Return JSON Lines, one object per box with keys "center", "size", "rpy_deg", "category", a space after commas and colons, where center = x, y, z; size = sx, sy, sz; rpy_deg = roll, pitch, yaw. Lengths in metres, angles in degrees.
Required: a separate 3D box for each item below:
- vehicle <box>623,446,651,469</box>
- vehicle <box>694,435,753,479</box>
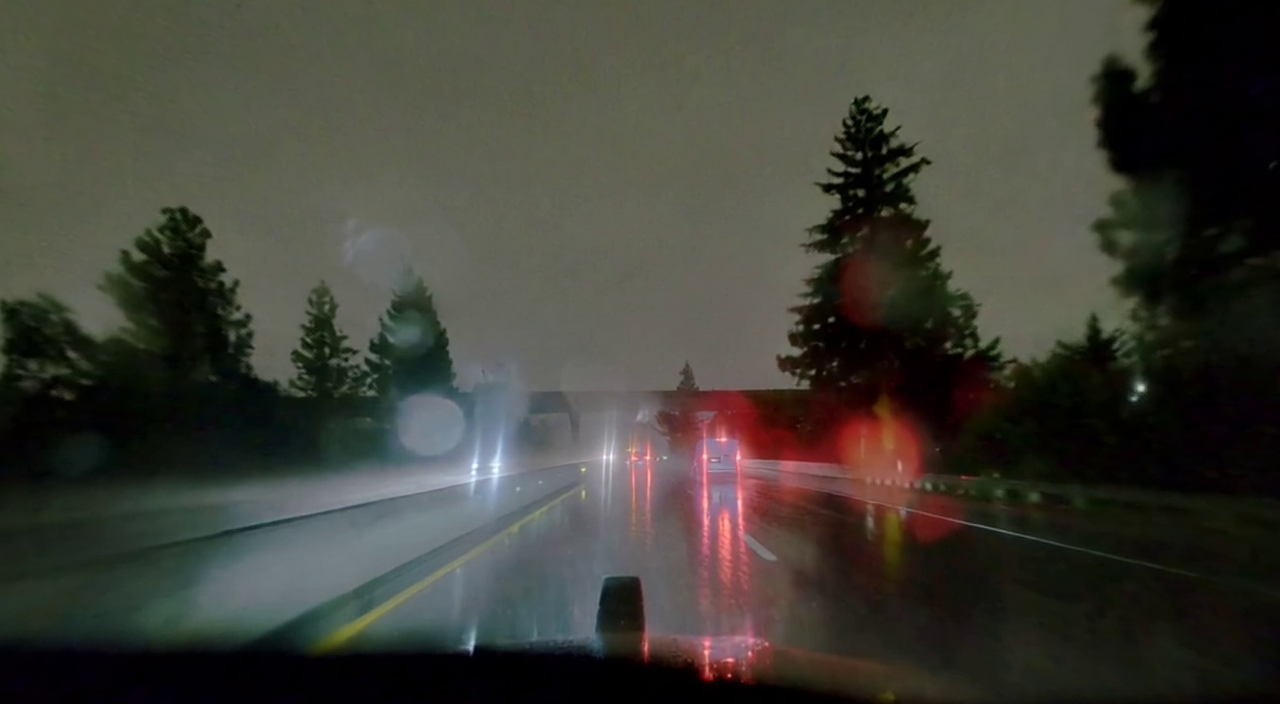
{"center": [-0.184, 7.805, 46.656], "size": [2.013, 1.584, 3.995], "rpy_deg": [0, -9, 0], "category": "vehicle"}
{"center": [4.067, 5.220, 31.665], "size": [2.152, 1.998, 5.380], "rpy_deg": [0, -9, -1], "category": "vehicle"}
